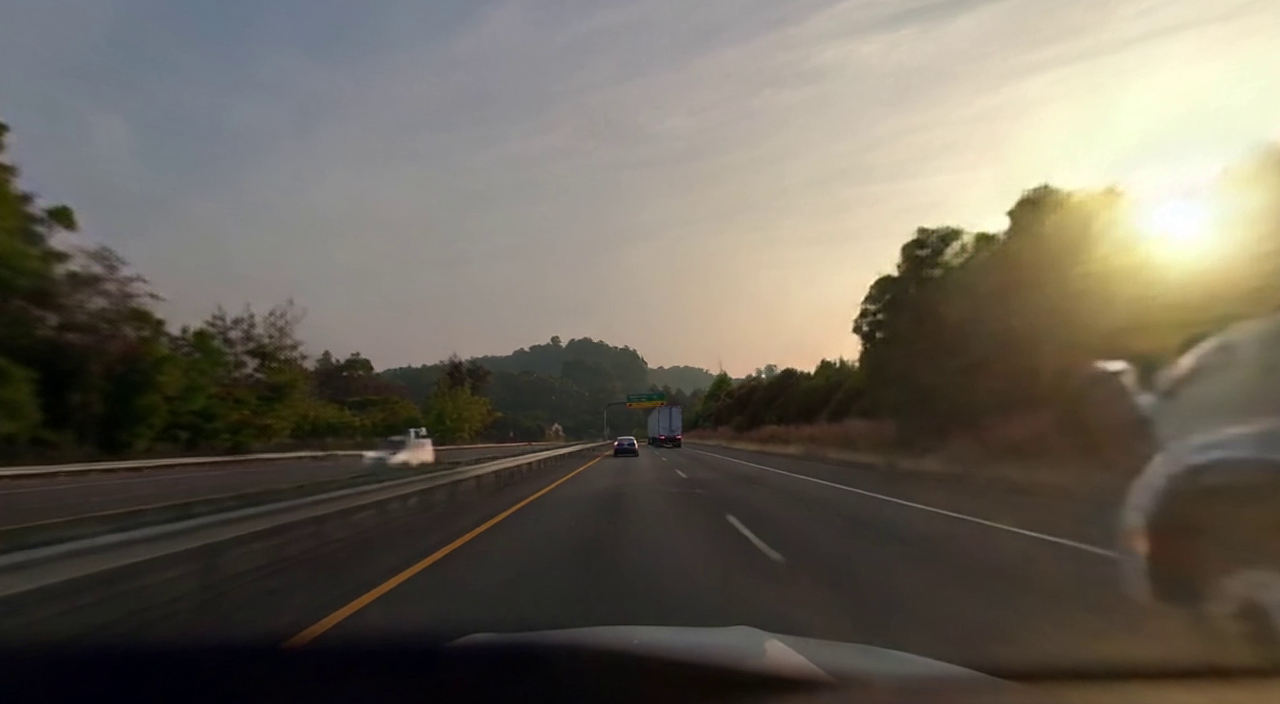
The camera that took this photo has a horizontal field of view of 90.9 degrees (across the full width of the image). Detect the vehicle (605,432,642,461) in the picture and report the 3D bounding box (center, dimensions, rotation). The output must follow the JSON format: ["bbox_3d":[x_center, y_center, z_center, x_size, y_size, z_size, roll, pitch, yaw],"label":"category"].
[{"bbox_3d":[-0.948,5.563,37.297,2.095,1.557,3.963,0,-8,-1],"label":"vehicle"}]

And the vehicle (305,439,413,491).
[{"bbox_3d":[-9.726,3.907,22.204,1.895,1.606,4.099,0,-8,0],"label":"vehicle"}]
